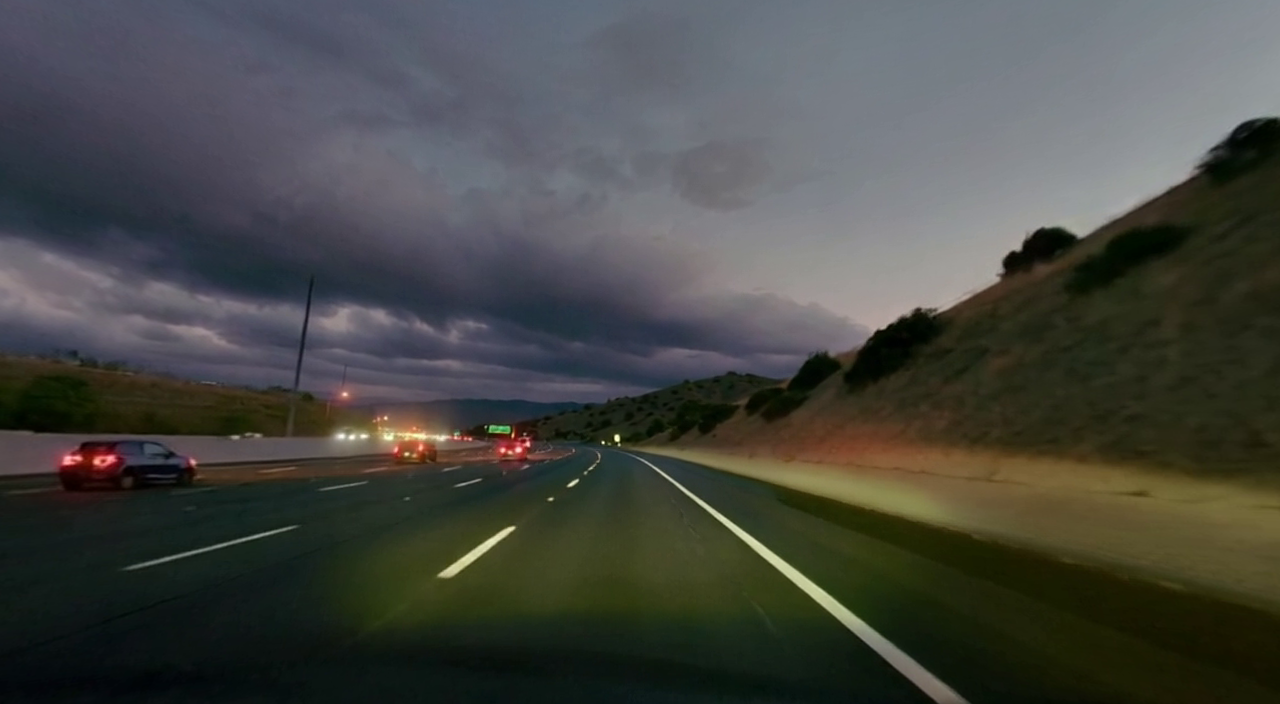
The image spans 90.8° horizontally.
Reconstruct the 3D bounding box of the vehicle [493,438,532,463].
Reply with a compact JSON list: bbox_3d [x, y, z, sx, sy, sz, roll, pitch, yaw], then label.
[{"bbox_3d":[-9.424,7.313,46.943,2.104,1.715,4.319,0,-8,-2],"label":"vehicle"}]

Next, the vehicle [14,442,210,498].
[{"bbox_3d":[-15.407,3.441,18.873,1.955,1.429,4.575,0,-9,-1],"label":"vehicle"}]

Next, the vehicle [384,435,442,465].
[{"bbox_3d":[-16.014,6.926,44.897,2.240,1.953,5.452,1,-8,-2],"label":"vehicle"}]
